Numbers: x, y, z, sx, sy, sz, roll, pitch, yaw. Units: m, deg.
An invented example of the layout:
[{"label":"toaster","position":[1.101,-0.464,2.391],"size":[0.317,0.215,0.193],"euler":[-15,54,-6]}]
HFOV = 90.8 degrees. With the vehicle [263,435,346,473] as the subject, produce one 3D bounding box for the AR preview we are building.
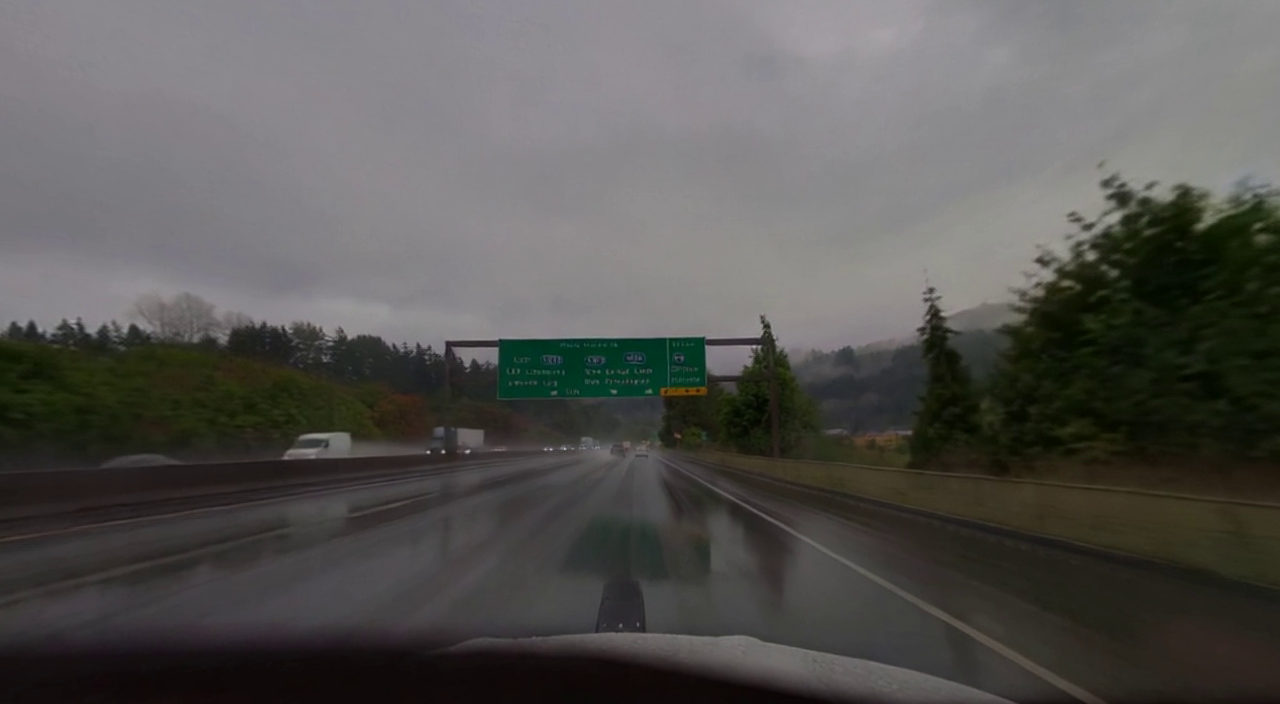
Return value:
[{"label":"vehicle","position":[-24.249,7.408,46.017],"size":[2.264,2.510,6.892],"euler":[0,-9,0]}]
